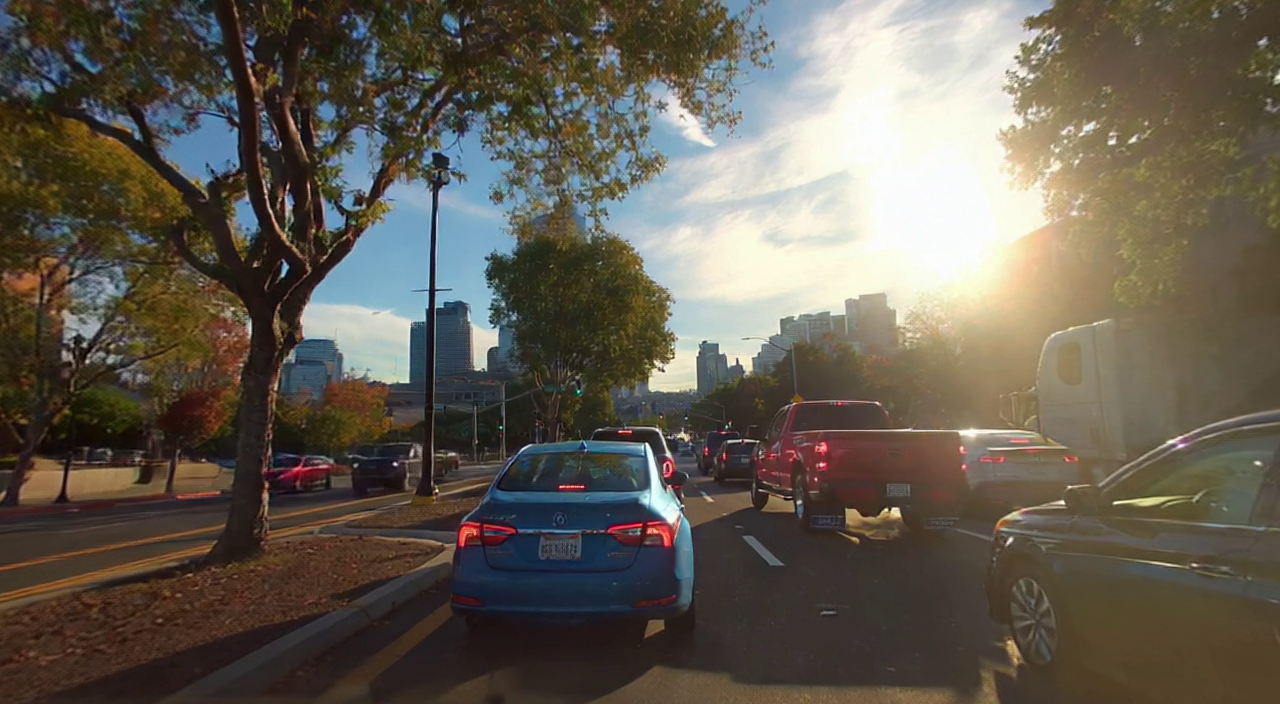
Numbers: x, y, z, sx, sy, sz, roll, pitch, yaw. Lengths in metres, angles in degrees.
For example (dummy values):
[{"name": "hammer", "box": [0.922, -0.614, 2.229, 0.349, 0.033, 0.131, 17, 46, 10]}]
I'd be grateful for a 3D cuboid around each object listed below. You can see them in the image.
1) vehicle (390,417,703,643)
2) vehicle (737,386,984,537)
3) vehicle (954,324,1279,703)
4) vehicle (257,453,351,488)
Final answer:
[{"name": "vehicle", "box": [-0.576, 1.500, 6.322, 2.111, 1.506, 4.018, 0, -9, 2]}, {"name": "vehicle", "box": [3.522, 1.955, 11.703, 2.444, 2.098, 5.766, 0, -9, -1]}, {"name": "vehicle", "box": [3.164, 0.760, 2.071, 1.982, 1.709, 4.427, 0, -9, 1]}, {"name": "vehicle", "box": [-16.284, 5.753, 30.732, 1.921, 1.499, 4.566, 0, -9, 2]}]
